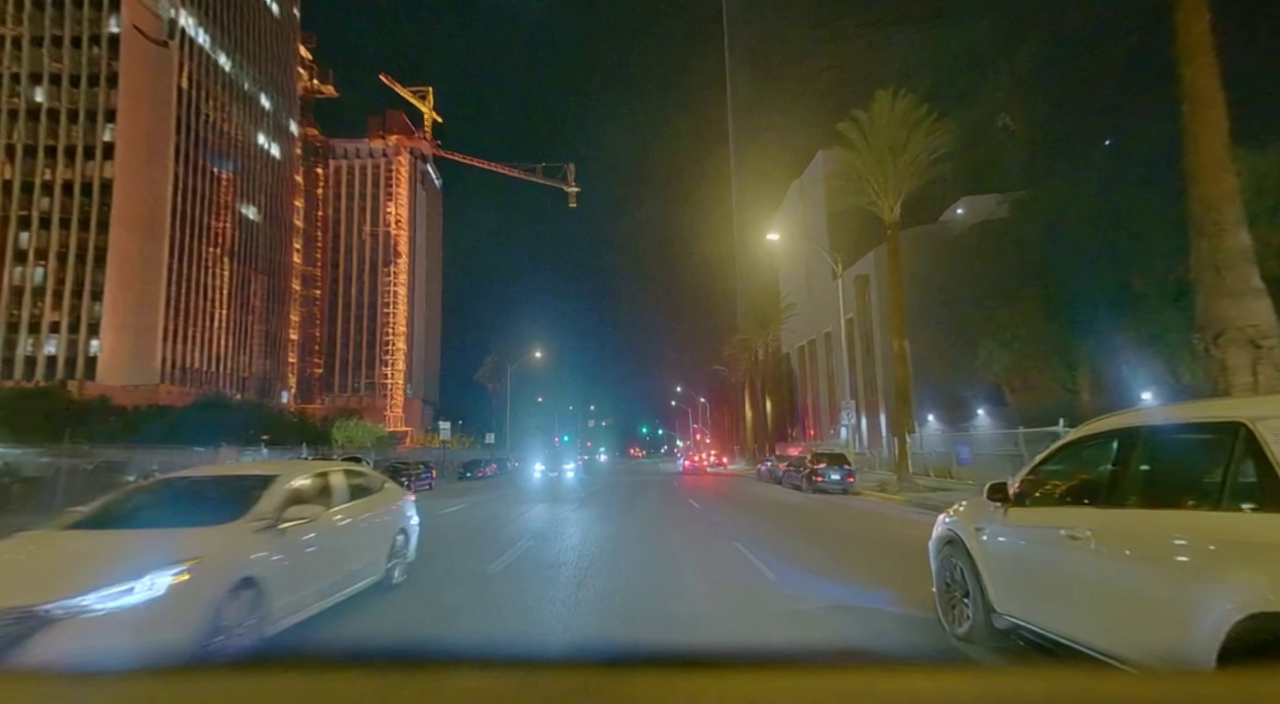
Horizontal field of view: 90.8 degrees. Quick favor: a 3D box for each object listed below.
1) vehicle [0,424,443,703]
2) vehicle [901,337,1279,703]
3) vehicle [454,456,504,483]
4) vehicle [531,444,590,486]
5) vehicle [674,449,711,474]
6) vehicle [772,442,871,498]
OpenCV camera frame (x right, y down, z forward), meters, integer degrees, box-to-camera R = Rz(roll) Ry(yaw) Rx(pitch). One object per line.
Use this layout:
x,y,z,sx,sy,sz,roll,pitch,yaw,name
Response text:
-3.301,1.393,4.958,2.058,1.490,4.406,0,-8,0,vehicle
3.138,0.910,2.901,1.953,1.687,4.344,0,-8,-1,vehicle
-9.704,7.128,38.413,1.826,1.445,4.325,-1,-8,1,vehicle
-3.535,5.103,28.891,2.096,1.716,4.300,0,-8,1,vehicle
3.308,7.064,40.838,1.999,1.487,3.939,0,-8,-1,vehicle
6.256,4.099,22.405,1.981,1.768,4.405,0,-8,-3,vehicle
